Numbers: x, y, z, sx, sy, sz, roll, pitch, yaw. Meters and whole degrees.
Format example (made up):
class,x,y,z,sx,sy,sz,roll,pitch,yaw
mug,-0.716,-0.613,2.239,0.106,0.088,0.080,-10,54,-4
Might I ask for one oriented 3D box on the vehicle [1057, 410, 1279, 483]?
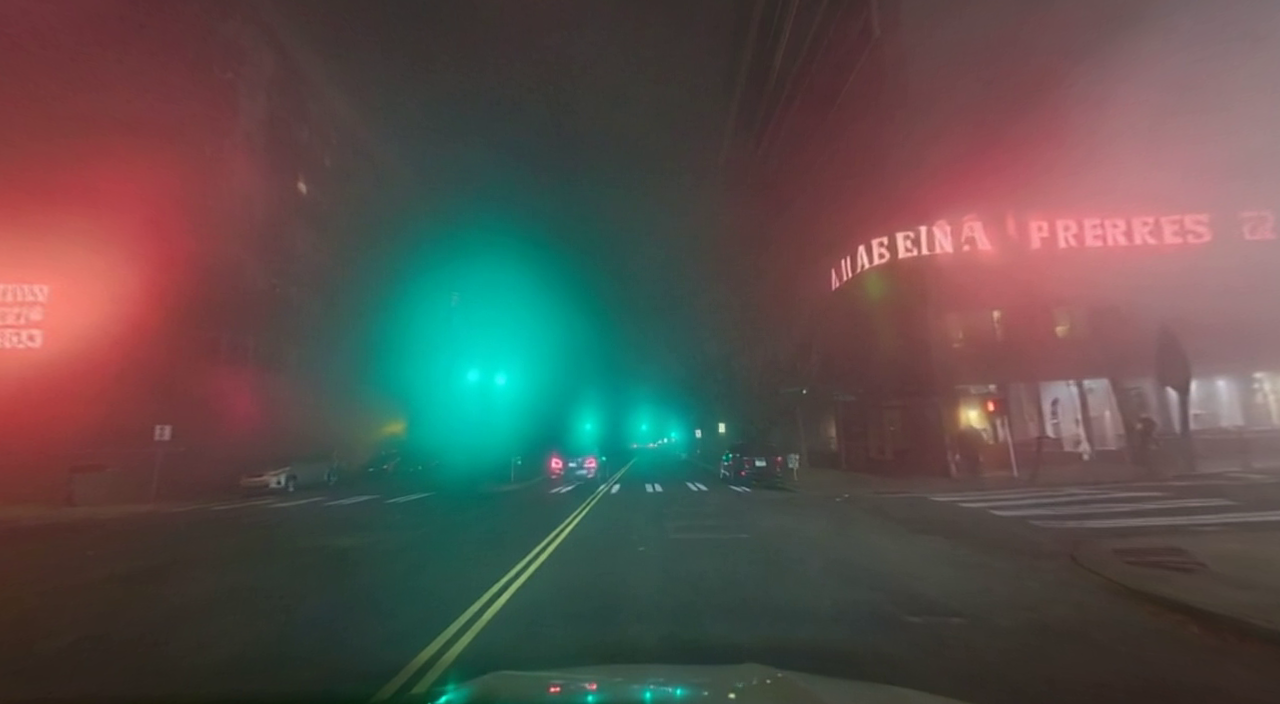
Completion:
class,x,y,z,sx,sy,sz,roll,pitch,yaw
vehicle,13.666,2.335,15.915,4.843,1.527,2.088,-2,-7,-5

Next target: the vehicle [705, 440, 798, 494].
class,x,y,z,sx,sy,sz,roll,pitch,yaw
vehicle,3.305,3.509,19.707,1.950,1.462,4.807,0,-8,-1

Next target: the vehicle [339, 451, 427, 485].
class,x,y,z,sx,sy,sz,roll,pitch,yaw
vehicle,-12.427,5.551,30.407,4.305,1.463,2.020,-7,-11,39

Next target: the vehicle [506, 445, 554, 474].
class,x,y,z,sx,sy,sz,roll,pitch,yaw
vehicle,-7.193,7.079,41.674,2.224,1.797,4.747,0,-8,1

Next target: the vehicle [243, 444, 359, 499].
class,x,y,z,sx,sy,sz,roll,pitch,yaw
vehicle,-12.333,4.233,22.799,4.737,1.741,2.092,-8,-11,41

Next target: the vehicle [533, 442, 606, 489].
class,x,y,z,sx,sy,sz,roll,pitch,yaw
vehicle,-2.323,3.893,21.990,2.030,1.436,4.388,0,-8,0
